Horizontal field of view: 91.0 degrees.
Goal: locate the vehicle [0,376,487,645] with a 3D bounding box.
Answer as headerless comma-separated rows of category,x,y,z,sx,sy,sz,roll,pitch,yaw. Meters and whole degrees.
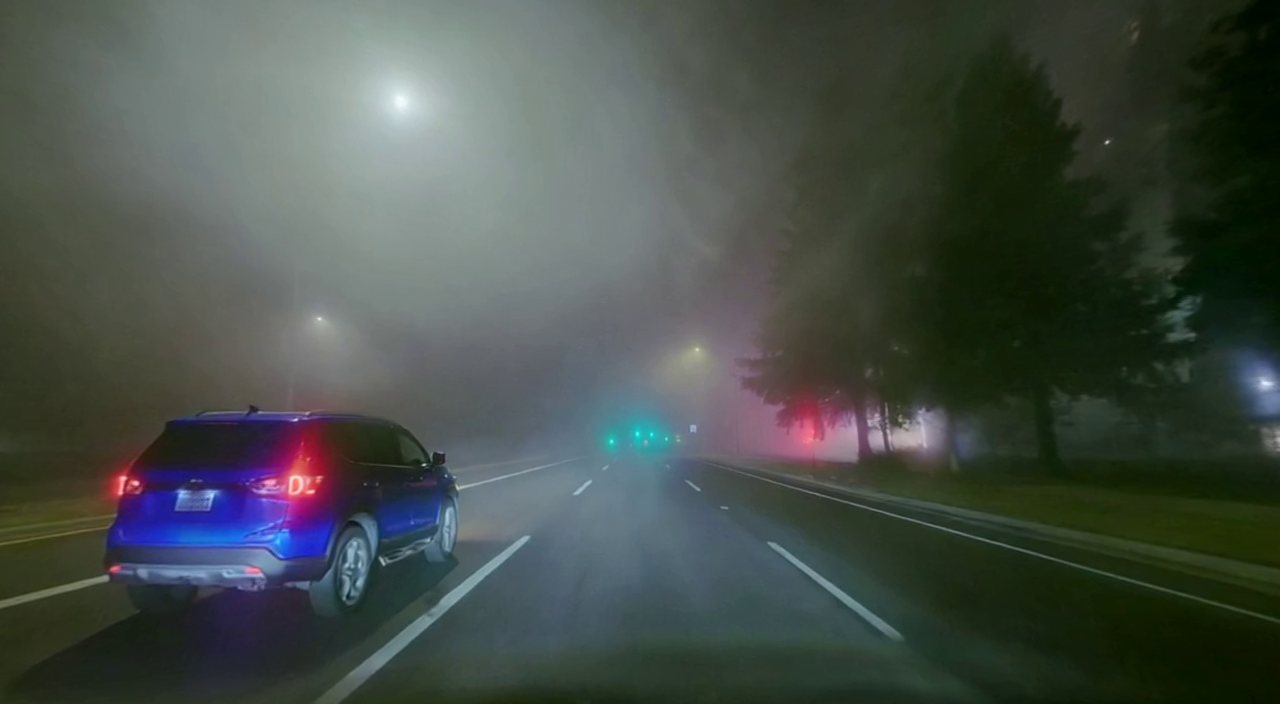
vehicle,-3.147,1.339,6.337,2.033,1.713,4.503,0,-8,0
